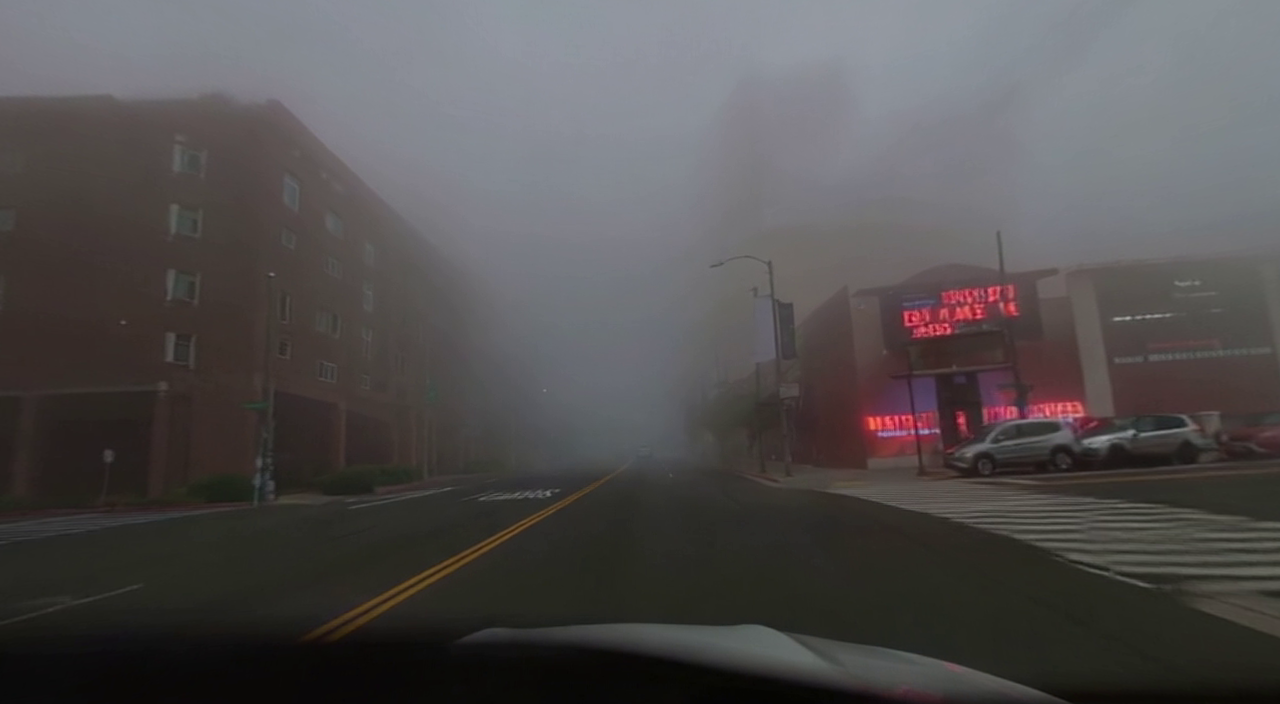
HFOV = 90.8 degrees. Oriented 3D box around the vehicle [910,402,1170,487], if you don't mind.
[{"bbox_3d":[9.310,2.239,15.260,4.694,1.826,2.226,-2,-9,11],"label":"vehicle"}]
